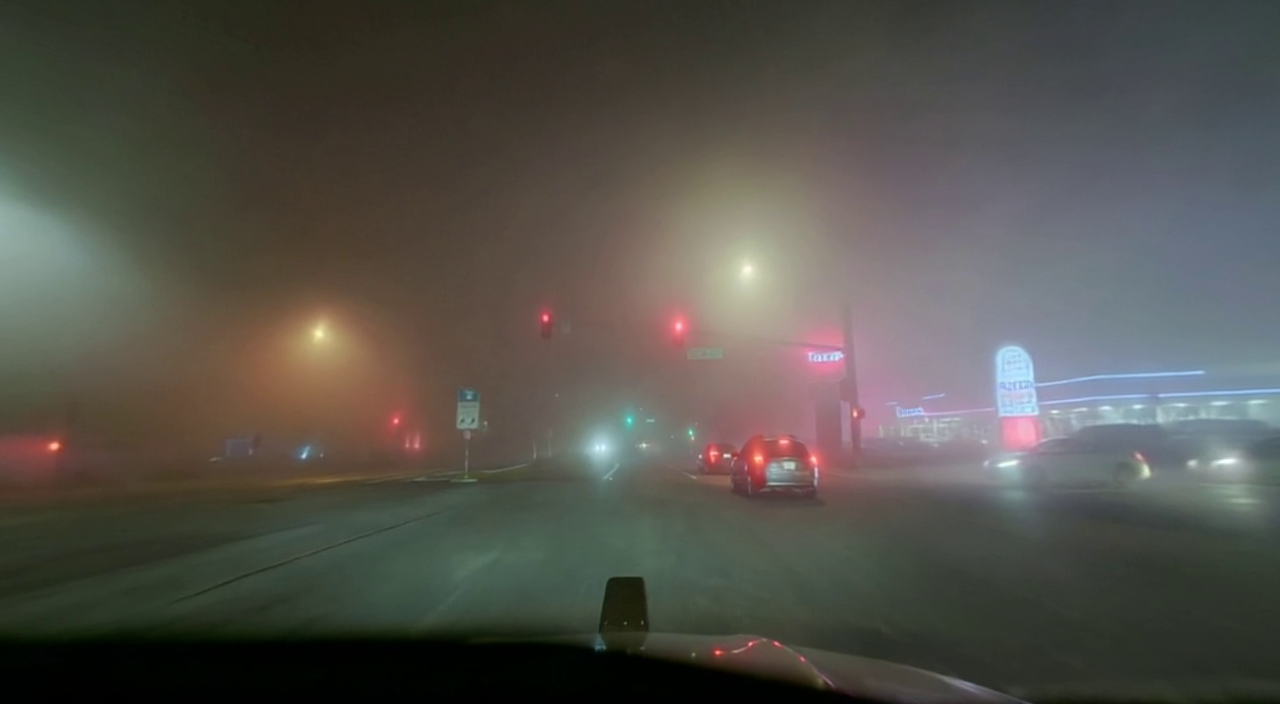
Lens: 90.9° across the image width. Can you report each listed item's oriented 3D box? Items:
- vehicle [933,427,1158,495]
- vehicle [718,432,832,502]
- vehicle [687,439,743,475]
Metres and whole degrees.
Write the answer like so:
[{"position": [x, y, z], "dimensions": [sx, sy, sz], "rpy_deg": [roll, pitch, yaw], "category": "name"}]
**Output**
[{"position": [10.563, 2.859, 16.743], "dimensions": [4.448, 1.640, 2.160], "rpy_deg": [0, -8, 0], "category": "vehicle"}, {"position": [3.277, 2.858, 16.166], "dimensions": [1.931, 1.534, 4.126], "rpy_deg": [0, -8, -1], "category": "vehicle"}, {"position": [3.233, 4.606, 28.018], "dimensions": [1.870, 1.467, 4.800], "rpy_deg": [0, -8, 0], "category": "vehicle"}]
